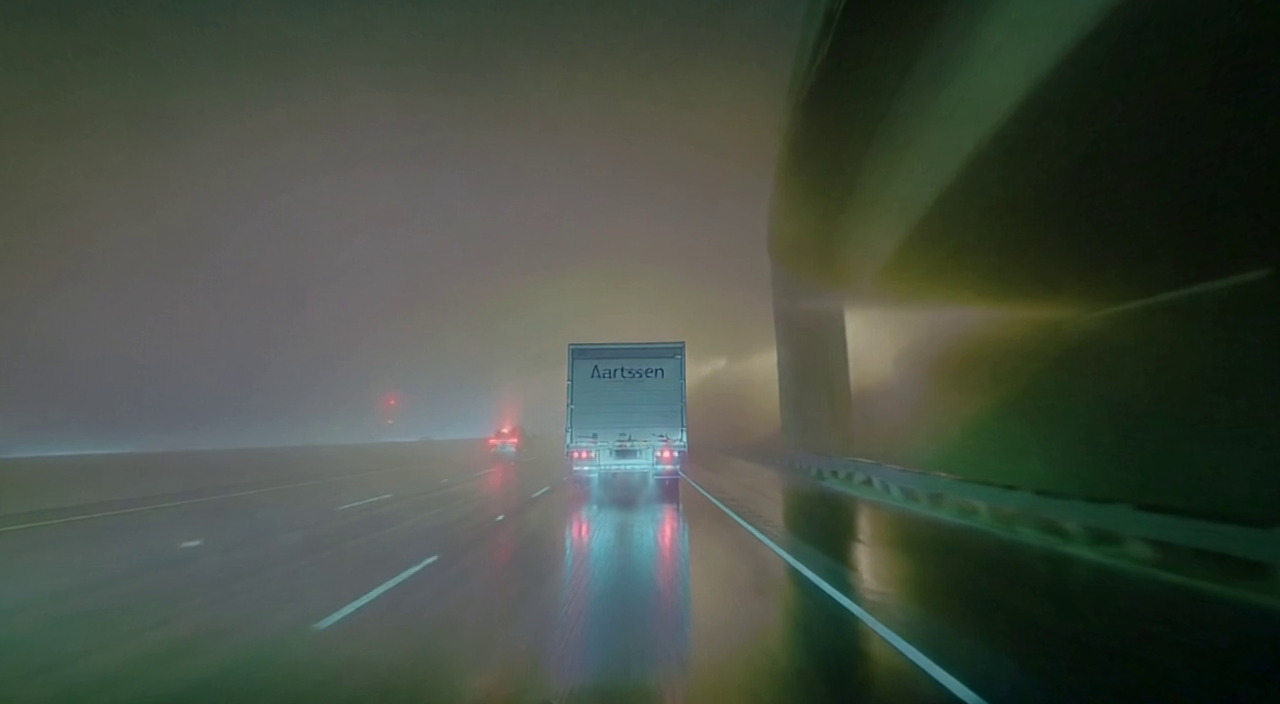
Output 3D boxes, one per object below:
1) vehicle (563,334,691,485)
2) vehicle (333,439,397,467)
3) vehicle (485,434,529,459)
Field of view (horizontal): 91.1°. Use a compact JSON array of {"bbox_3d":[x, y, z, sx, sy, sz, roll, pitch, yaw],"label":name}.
[{"bbox_3d":[-0.361,2.251,22.453,3.442,4.106,10.719,0,-8,0],"label":"vehicle"},{"bbox_3d":[-16.359,6.008,37.625,1.911,1.562,4.014,0,-8,1],"label":"vehicle"},{"bbox_3d":[-8.527,6.066,40.639,1.940,1.488,3.976,0,-8,0],"label":"vehicle"}]
